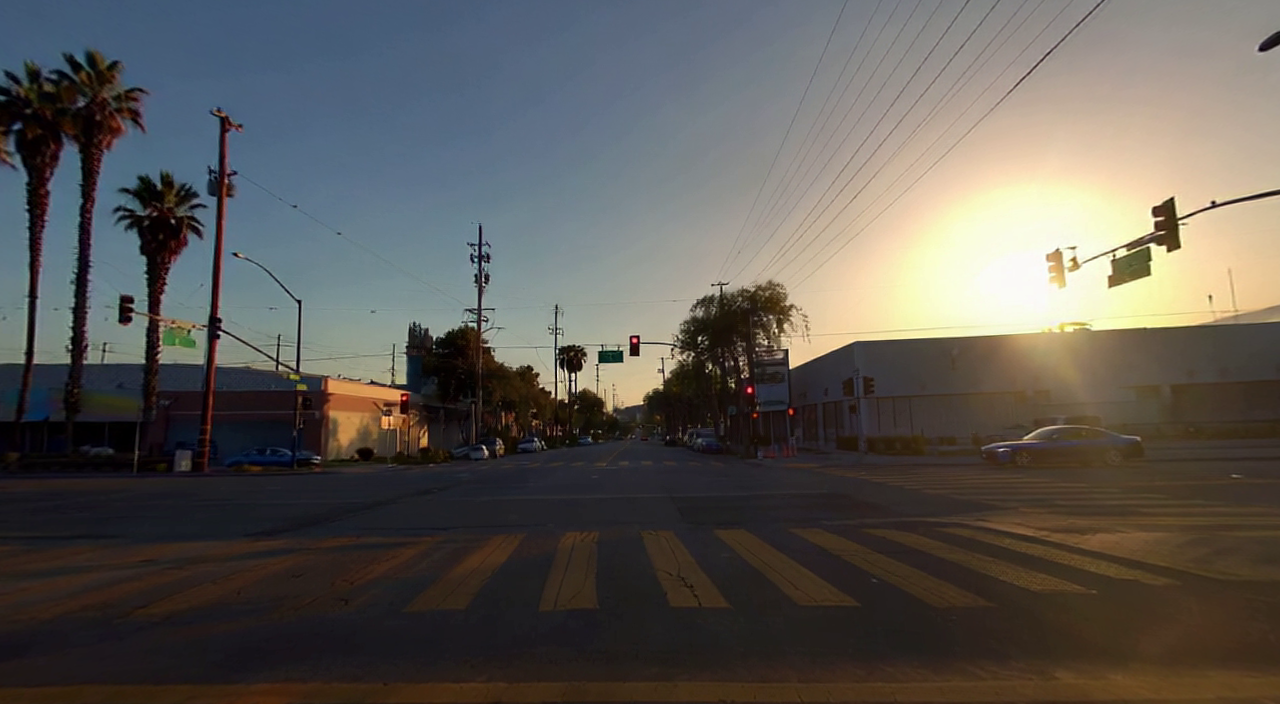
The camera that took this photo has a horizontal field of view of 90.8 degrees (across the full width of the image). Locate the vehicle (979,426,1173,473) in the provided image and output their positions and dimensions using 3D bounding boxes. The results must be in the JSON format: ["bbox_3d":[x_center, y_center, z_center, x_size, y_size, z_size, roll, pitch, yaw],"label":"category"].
[{"bbox_3d":[14.405,3.257,21.167,4.918,1.479,1.897,-1,-9,7],"label":"vehicle"}]

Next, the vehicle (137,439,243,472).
[{"bbox_3d":[-25.906,5.976,36.449,4.613,1.820,2.021,-1,-9,4],"label":"vehicle"}]

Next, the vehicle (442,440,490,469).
[{"bbox_3d":[-11.959,7.046,43.781,2.016,1.717,4.287,0,-6,1],"label":"vehicle"}]

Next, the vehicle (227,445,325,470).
[{"bbox_3d":[-22.306,6.483,38.833,4.849,1.444,1.881,0,-9,2],"label":"vehicle"}]
